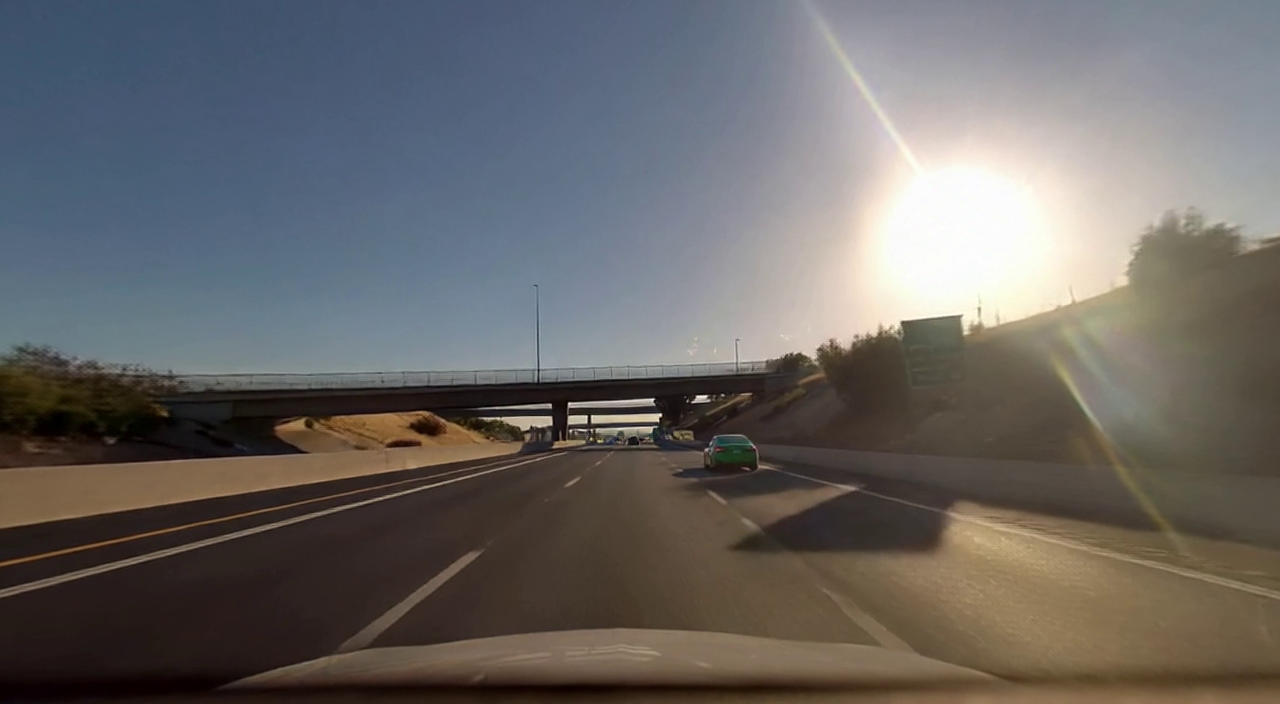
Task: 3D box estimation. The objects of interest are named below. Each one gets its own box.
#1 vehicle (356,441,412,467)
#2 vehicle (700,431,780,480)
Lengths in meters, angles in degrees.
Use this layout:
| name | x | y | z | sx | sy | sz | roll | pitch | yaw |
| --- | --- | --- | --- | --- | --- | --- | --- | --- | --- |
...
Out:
| name | x | y | z | sx | sy | sz | roll | pitch | yaw |
| --- | --- | --- | --- | --- | --- | --- | --- | --- | --- |
| vehicle | -16.523 | 6.570 | 40.806 | 1.849 | 1.531 | 4.450 | 0 | -8 | 0 |
| vehicle | 3.269 | 3.457 | 21.383 | 1.946 | 1.481 | 3.969 | 0 | -8 | -2 |
